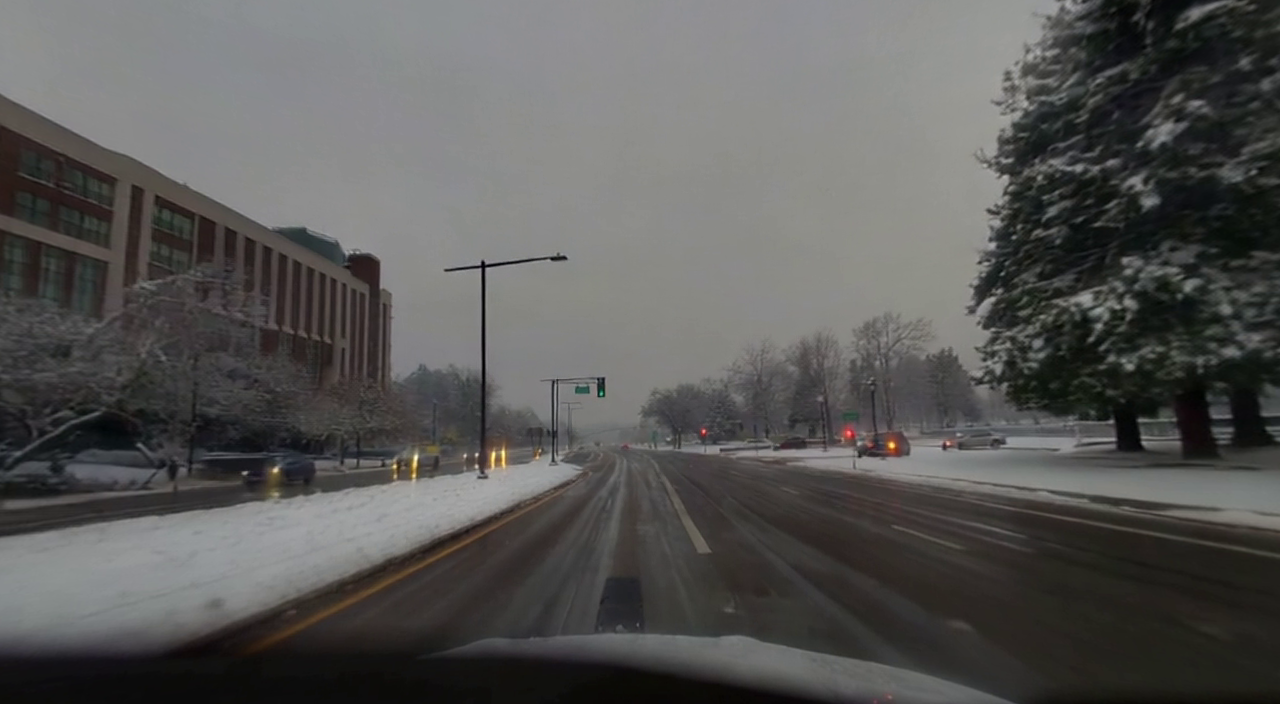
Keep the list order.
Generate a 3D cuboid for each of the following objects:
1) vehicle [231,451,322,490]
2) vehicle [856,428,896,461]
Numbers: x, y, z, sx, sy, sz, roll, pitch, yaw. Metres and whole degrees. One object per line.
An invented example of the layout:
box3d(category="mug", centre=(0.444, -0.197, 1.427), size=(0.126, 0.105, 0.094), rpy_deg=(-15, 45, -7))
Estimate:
box3d(category="vehicle", centre=(-18.504, 6.003, 32.441), size=(1.980, 1.732, 4.498), rpy_deg=(-2, -9, 1))
box3d(category="vehicle", centre=(16.911, 6.633, 45.366), size=(1.686, 2.284, 3.164), rpy_deg=(0, -7, 1))
